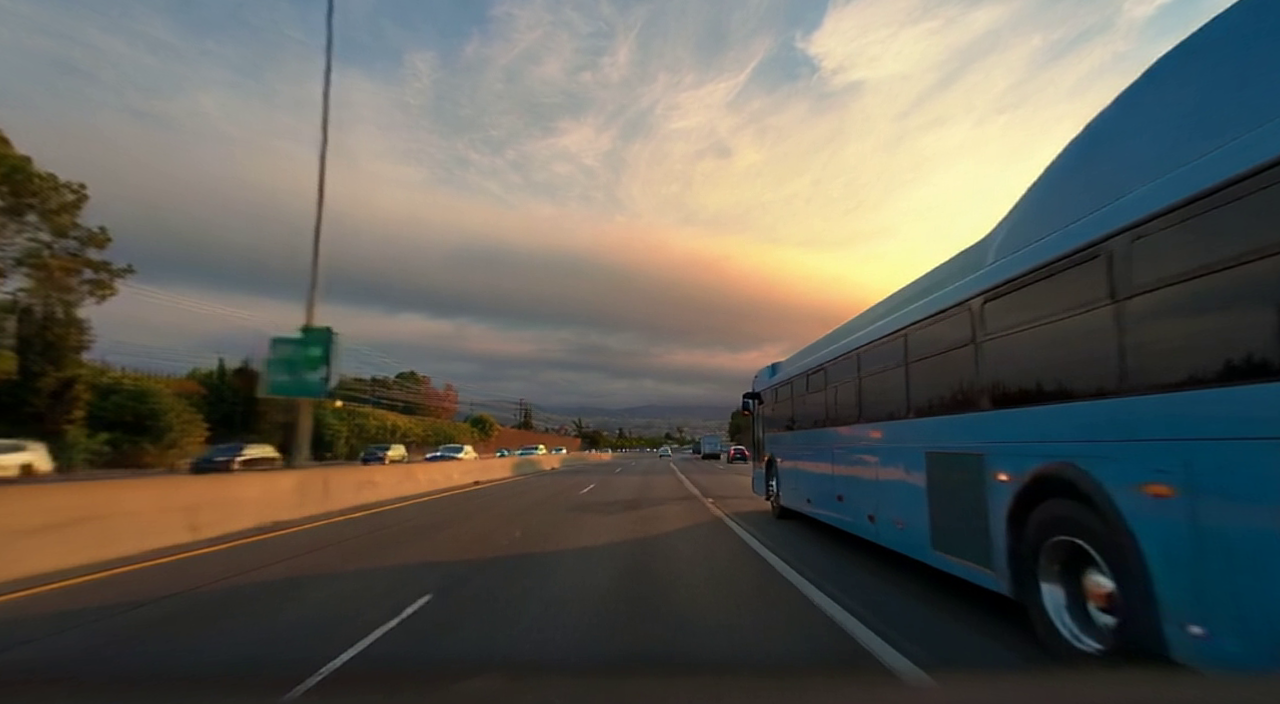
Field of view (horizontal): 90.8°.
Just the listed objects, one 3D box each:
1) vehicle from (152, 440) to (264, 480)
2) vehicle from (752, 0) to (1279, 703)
[{"bbox_3d":[-21.043,5.263,31.074,2.080,1.759,4.643,0,-9,2],"label":"vehicle"},{"bbox_3d":[4.137,0.637,7.410,3.144,3.580,14.591,0,-9,1],"label":"vehicle"}]
